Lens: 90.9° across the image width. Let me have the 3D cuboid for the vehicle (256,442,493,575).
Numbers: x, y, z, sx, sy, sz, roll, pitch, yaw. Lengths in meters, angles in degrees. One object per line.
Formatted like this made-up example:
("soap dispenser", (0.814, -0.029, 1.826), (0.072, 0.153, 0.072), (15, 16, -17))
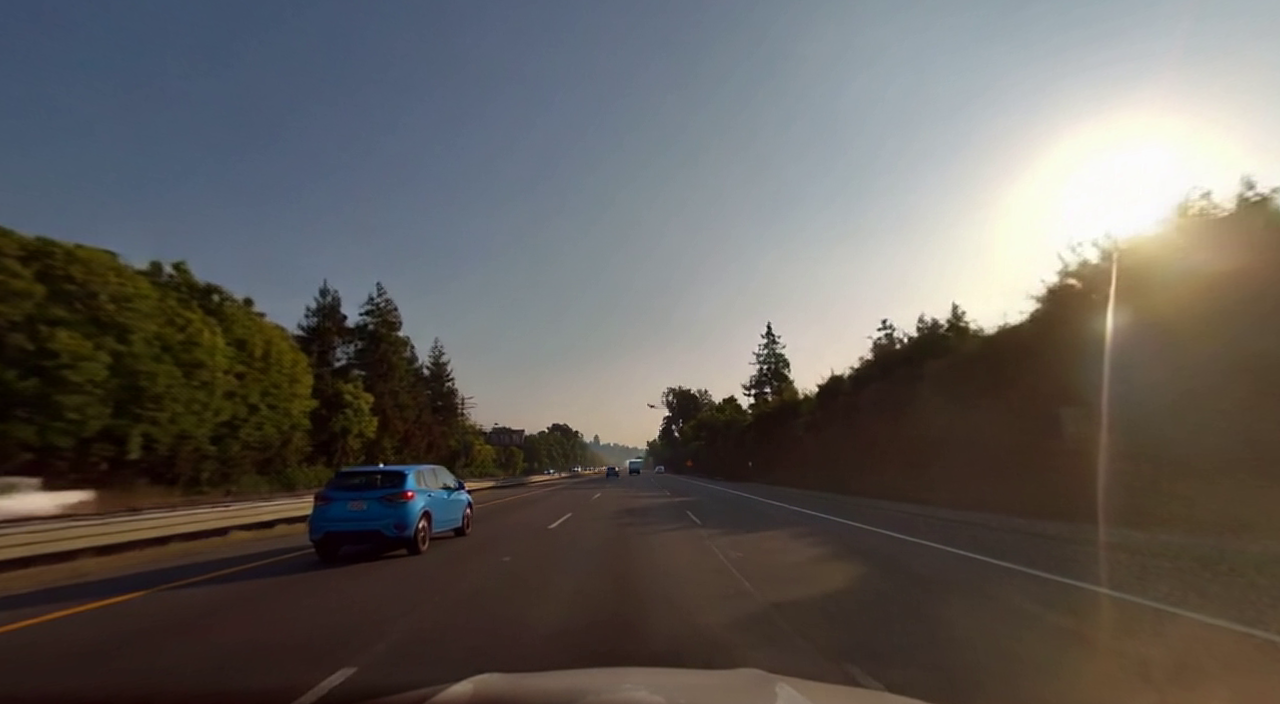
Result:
("vehicle", (-3.653, 2.245, 9.619), (1.797, 1.532, 4.072), (1, -10, 0))
